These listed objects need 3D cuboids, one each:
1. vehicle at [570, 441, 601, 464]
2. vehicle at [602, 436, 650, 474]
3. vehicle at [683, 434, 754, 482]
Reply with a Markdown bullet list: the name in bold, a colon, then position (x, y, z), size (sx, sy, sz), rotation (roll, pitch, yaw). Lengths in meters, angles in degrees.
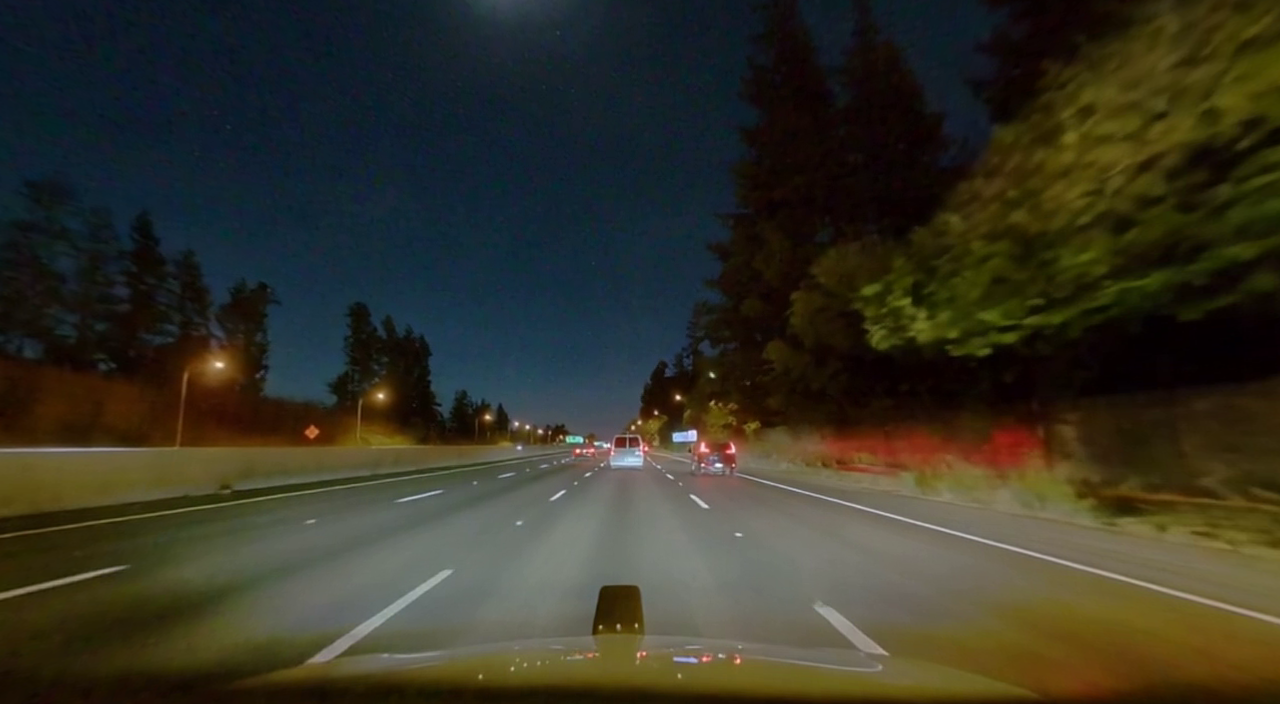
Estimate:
- **vehicle**: position (-4.129, 7.716, 48.657), size (2.023, 1.709, 4.263), rotation (0, -8, 0)
- **vehicle**: position (-0.691, 5.255, 32.387), size (2.297, 1.783, 4.355), rotation (0, -8, 0)
- **vehicle**: position (3.064, 4.232, 25.561), size (2.160, 1.759, 4.214), rotation (0, -8, -3)
